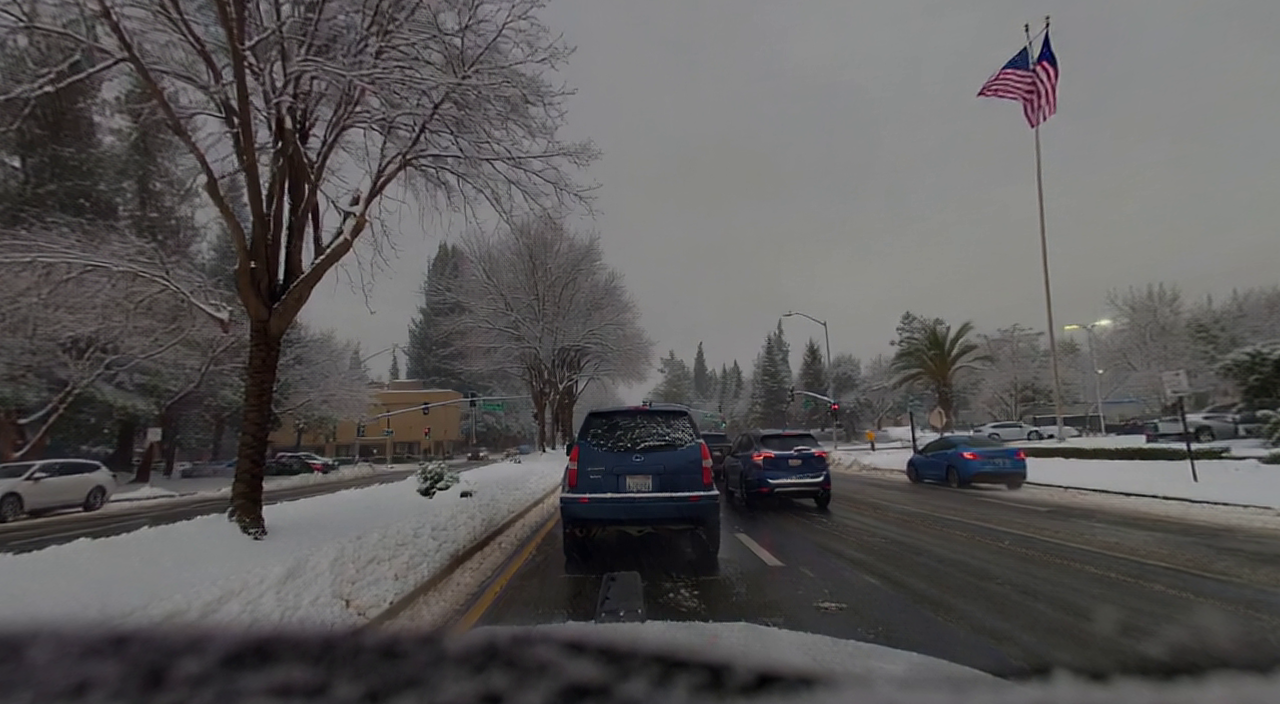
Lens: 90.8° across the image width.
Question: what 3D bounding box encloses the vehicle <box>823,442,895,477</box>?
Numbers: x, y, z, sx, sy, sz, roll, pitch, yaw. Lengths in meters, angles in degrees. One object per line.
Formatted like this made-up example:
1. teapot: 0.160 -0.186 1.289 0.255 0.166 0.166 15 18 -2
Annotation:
1. vehicle: 10.165 5.012 29.667 1.855 1.495 4.143 0 -9 -1

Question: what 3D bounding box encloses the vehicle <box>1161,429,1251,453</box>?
1. vehicle: 36.426 5.756 40.832 1.839 1.455 4.395 0 -9 2

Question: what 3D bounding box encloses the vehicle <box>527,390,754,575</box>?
1. vehicle: -0.092 1.719 9.054 2.402 1.938 4.535 0 -9 -3

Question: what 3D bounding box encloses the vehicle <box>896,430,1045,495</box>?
1. vehicle: 10.091 3.399 19.833 2.155 1.779 4.582 0 -9 0

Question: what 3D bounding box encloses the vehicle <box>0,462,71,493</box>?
1. vehicle: -45.728 9.079 45.760 6.410 2.078 2.584 0 -9 0

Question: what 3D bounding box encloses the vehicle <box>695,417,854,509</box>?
1. vehicle: 3.249 2.918 17.151 2.773 2.021 6.212 0 -9 -2
